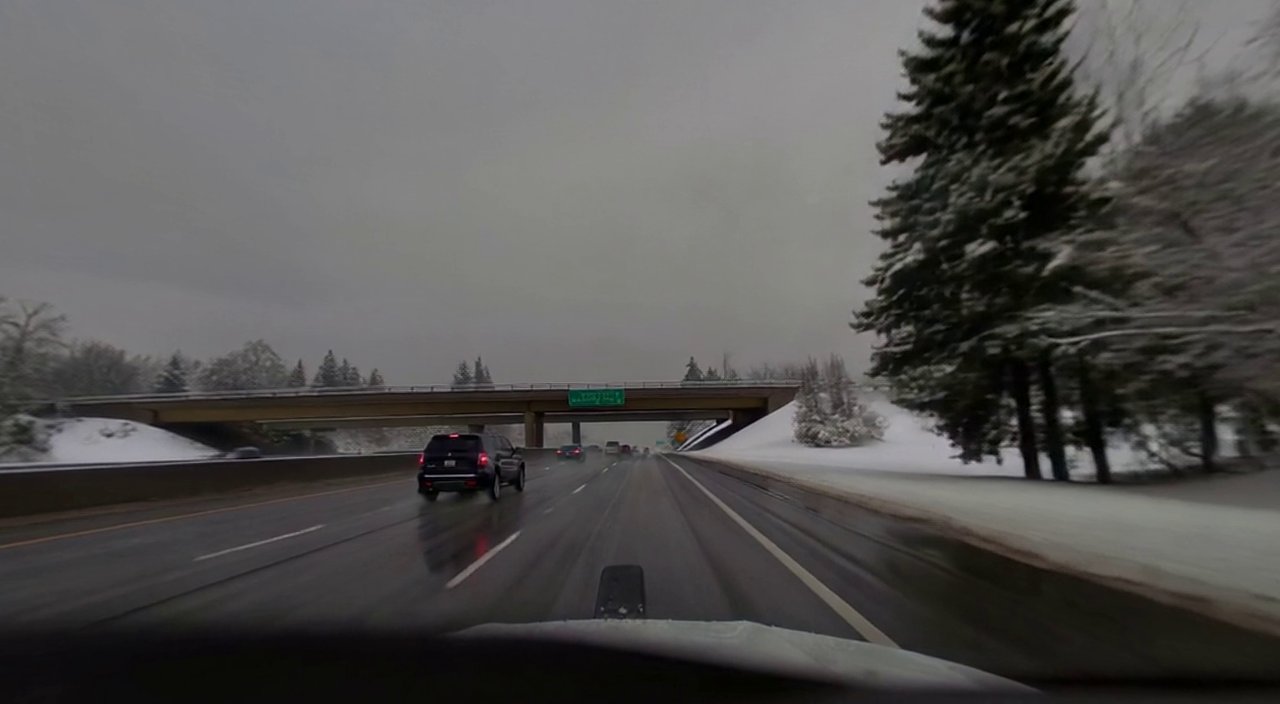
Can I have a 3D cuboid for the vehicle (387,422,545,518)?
[{"bbox_3d":[-3.453,2.443,13.482,2.048,1.705,4.384,0,-8,1],"label":"vehicle"}]
